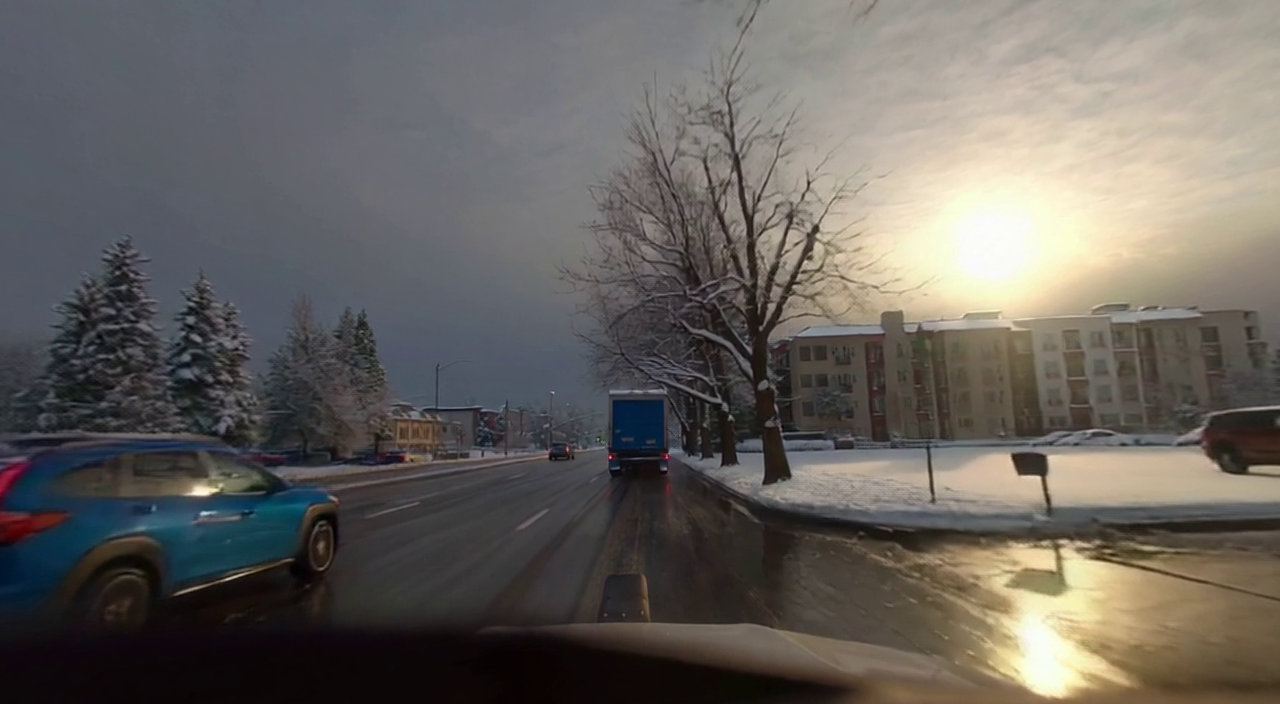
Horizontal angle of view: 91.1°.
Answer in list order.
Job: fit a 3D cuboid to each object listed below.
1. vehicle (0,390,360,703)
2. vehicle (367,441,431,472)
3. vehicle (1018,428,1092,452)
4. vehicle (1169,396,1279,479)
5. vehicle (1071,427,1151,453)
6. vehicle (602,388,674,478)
[{"bbox_3d":[-4.082,1.221,4.526,2.078,1.597,4.355,0,-9,0],"label":"vehicle"},{"bbox_3d":[-13.939,6.062,36.593,1.958,1.672,4.283,0,-8,1],"label":"vehicle"},{"bbox_3d":[25.871,5.514,39.175,3.503,1.419,1.646,1,-9,-4],"label":"vehicle"},{"bbox_3d":[13.866,1.734,12.864,4.321,1.579,1.823,0,-7,1],"label":"vehicle"},{"bbox_3d":[27.436,5.143,36.624,3.341,1.387,1.619,-1,-8,-3],"label":"vehicle"},{"bbox_3d":[0.025,3.917,29.788,2.905,3.644,8.807,0,-8,1],"label":"vehicle"}]
